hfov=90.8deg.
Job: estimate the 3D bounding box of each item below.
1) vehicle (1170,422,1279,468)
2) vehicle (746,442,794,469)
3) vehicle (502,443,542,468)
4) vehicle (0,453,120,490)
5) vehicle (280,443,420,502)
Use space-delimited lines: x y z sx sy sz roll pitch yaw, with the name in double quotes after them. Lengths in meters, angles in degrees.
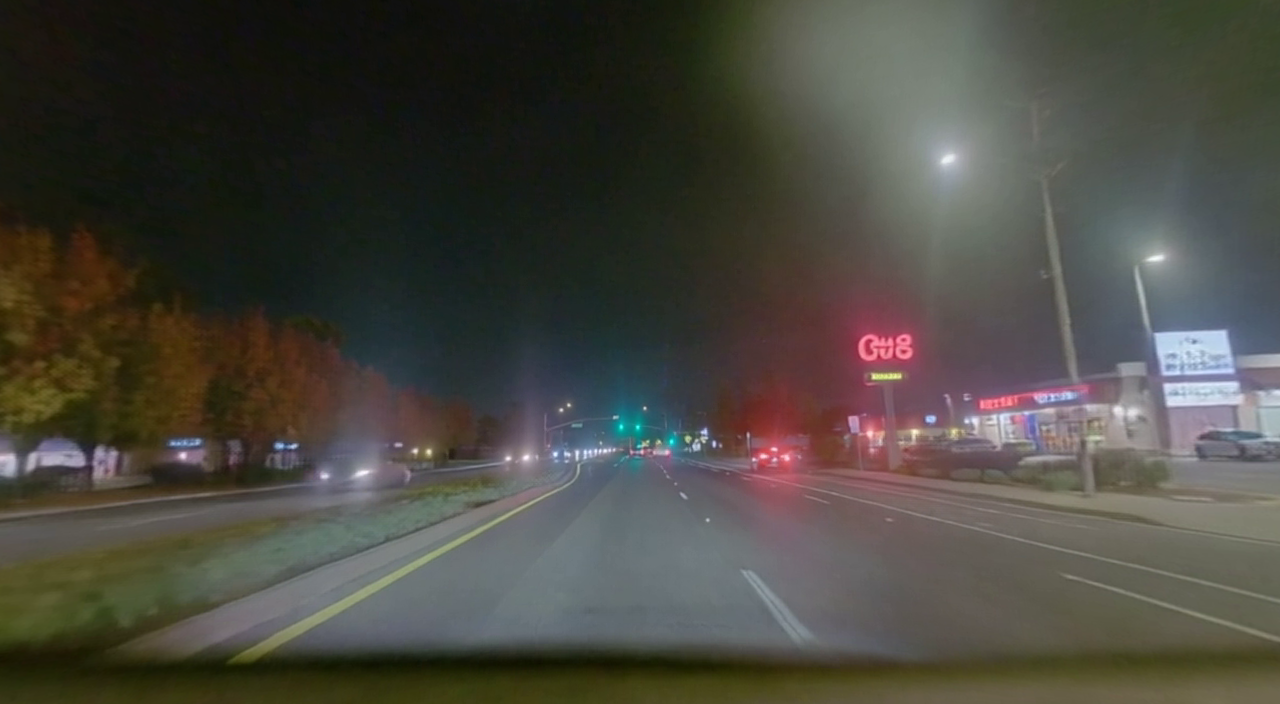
23.199 3.516 24.041 2.113 1.582 4.559 0 -8 0 "vehicle"
9.400 7.493 46.171 2.358 1.785 5.404 0 -8 0 "vehicle"
-8.543 7.529 46.148 2.113 1.703 4.459 0 -8 -1 "vehicle"
-28.499 5.778 30.744 4.410 1.609 2.113 0 -8 -1 "vehicle"
-8.660 3.604 19.444 2.043 1.536 4.682 0 -8 1 "vehicle"
